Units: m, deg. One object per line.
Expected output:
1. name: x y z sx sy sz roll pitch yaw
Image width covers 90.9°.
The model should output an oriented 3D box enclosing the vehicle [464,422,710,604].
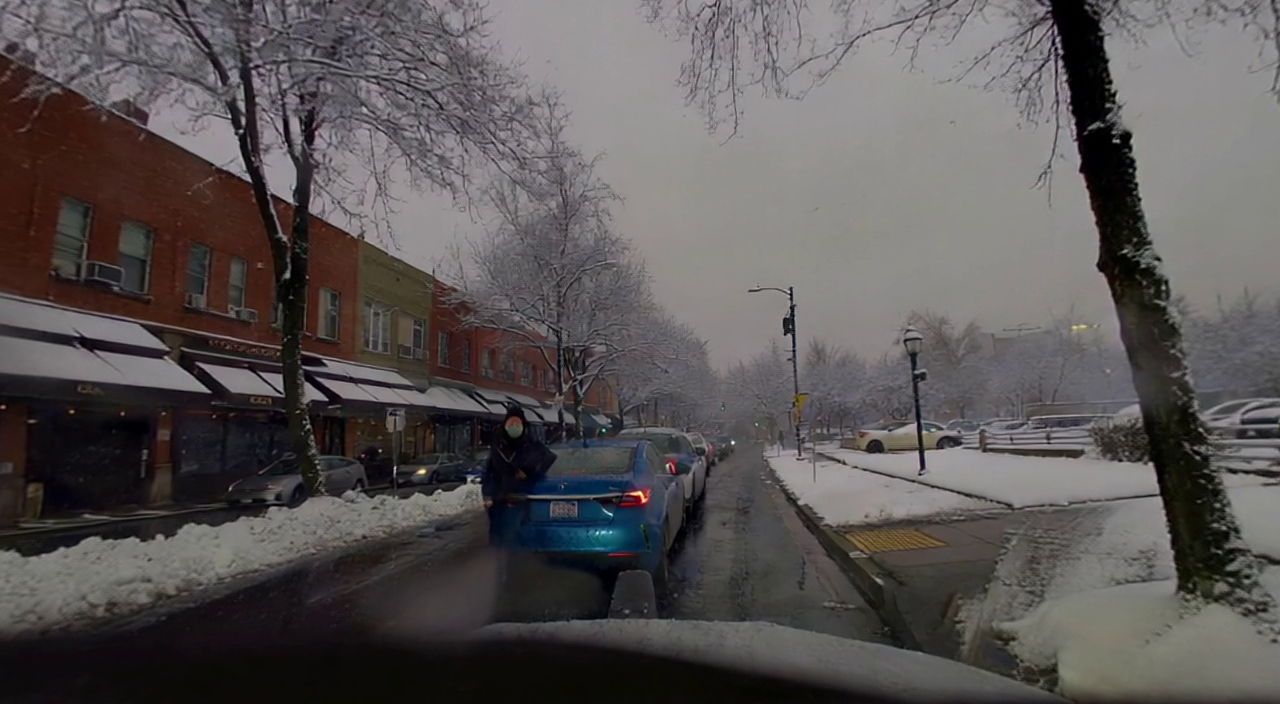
1. vehicle: -0.263 1.631 7.310 1.939 1.478 3.922 -2 -8 9

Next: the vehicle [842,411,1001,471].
1. vehicle: 9.018 2.828 20.225 4.558 1.528 1.915 -1 -8 -23

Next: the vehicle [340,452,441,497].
1. vehicle: -10.250 5.034 26.286 1.826 1.432 4.556 -7 -9 8

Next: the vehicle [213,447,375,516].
1. vehicle: -11.001 4.070 20.595 2.081 1.718 5.342 -6 -9 3
